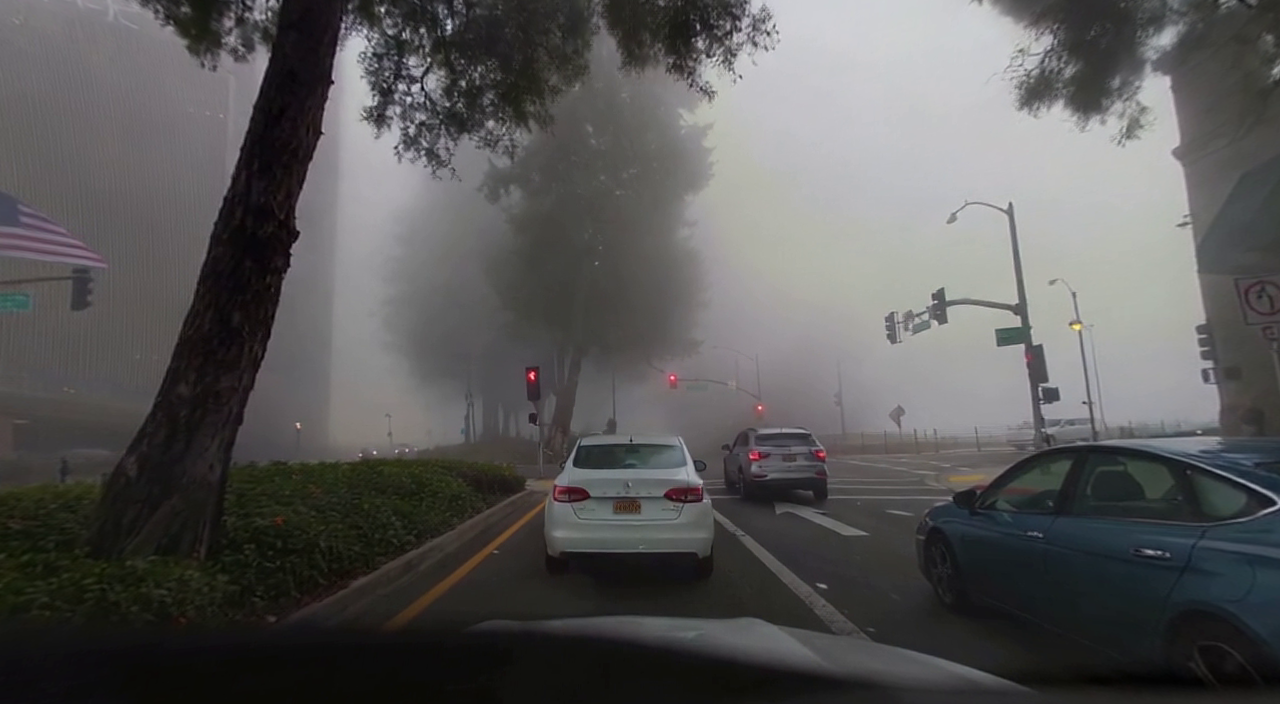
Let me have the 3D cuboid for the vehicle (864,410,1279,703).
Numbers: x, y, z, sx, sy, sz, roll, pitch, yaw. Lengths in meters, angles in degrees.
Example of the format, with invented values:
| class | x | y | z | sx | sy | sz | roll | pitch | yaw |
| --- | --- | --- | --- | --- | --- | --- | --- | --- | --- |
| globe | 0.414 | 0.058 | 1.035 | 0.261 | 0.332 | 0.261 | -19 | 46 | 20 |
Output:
| class | x | y | z | sx | sy | sz | roll | pitch | yaw |
| --- | --- | --- | --- | --- | --- | --- | --- | --- | --- |
| vehicle | 3.367 | 1.278 | 4.643 | 1.833 | 1.465 | 4.258 | 0 | -8 | -1 |

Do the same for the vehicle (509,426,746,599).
| class | x | y | z | sx | sy | sz | roll | pitch | yaw |
| --- | --- | --- | --- | --- | --- | --- | --- | --- | --- |
| vehicle | -0.127 | 1.710 | 7.567 | 2.096 | 1.521 | 3.747 | 0 | -8 | -1 |

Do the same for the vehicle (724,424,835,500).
| class | x | y | z | sx | sy | sz | roll | pitch | yaw |
| --- | --- | --- | --- | --- | --- | --- | --- | --- | --- |
| vehicle | 3.550 | 2.902 | 17.067 | 1.978 | 1.738 | 4.599 | 0 | -8 | 0 |
